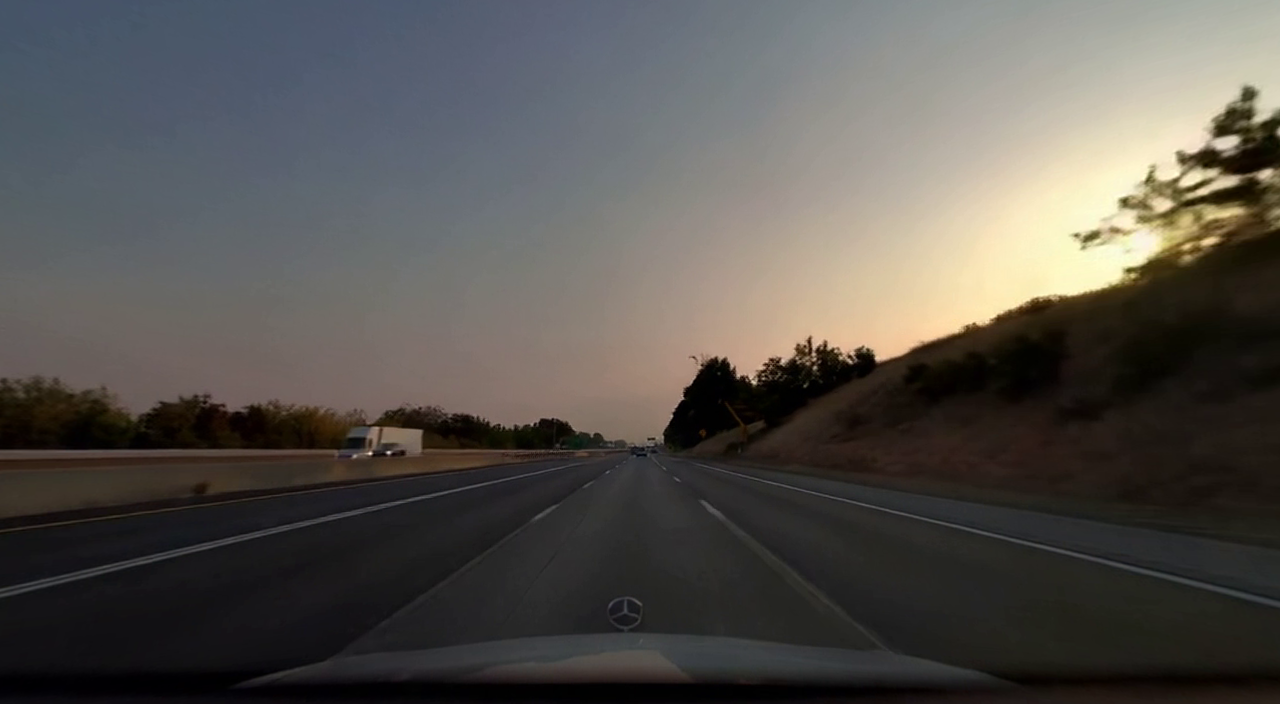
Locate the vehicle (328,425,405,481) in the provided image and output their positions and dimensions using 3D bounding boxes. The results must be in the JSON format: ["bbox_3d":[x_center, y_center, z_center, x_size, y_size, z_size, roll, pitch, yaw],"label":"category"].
[{"bbox_3d":[-19.428,7.209,45.170,2.894,3.573,5.913,-3,-9,0],"label":"vehicle"}]
